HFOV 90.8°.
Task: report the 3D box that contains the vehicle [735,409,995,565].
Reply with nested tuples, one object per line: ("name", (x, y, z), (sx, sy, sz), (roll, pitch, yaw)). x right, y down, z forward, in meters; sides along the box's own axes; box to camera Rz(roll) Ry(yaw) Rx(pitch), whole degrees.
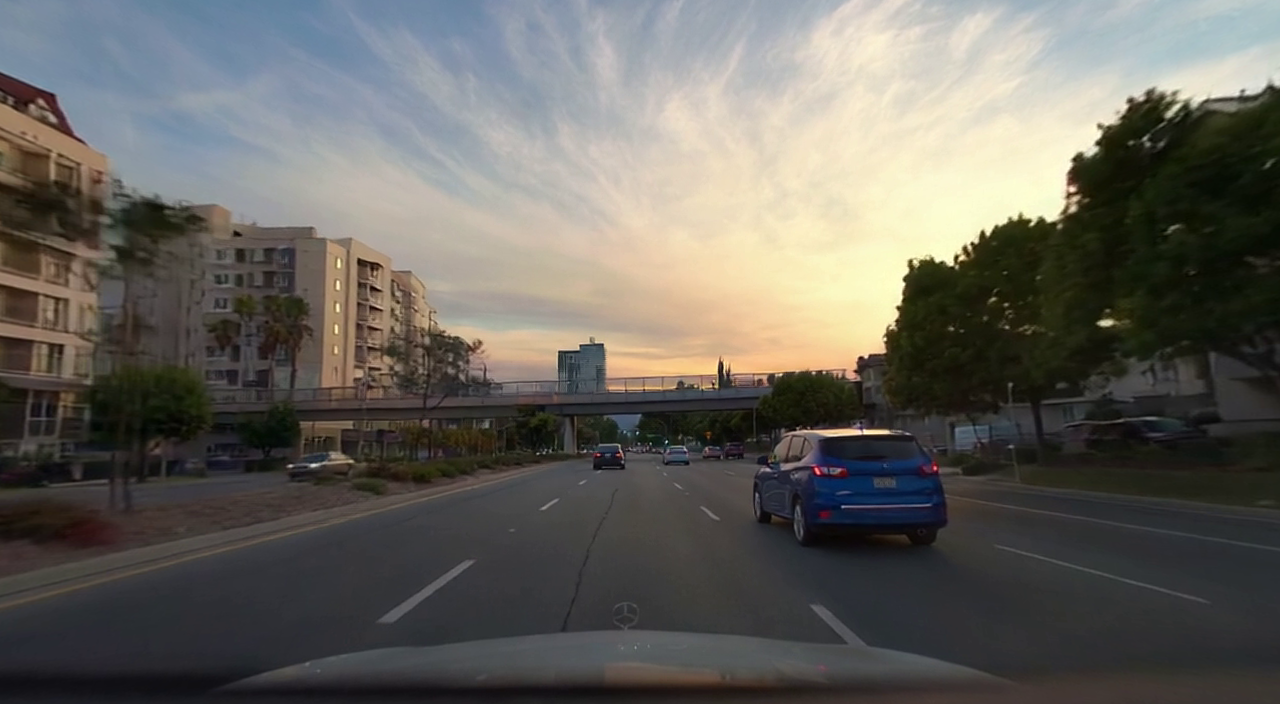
("vehicle", (2.911, 1.884, 9.561), (2.130, 1.741, 4.665), (0, -9, -1))

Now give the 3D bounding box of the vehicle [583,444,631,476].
("vehicle", (-1.619, 5.568, 32.784), (2.173, 1.498, 4.528), (0, -9, 1))

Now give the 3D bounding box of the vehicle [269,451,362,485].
("vehicle", (-15.508, 5.548, 30.529), (1.935, 1.477, 4.703), (0, -9, 1))

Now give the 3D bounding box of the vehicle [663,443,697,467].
("vehicle", (2.997, 7.815, 48.027), (2.165, 1.708, 3.928), (0, -9, -2))
